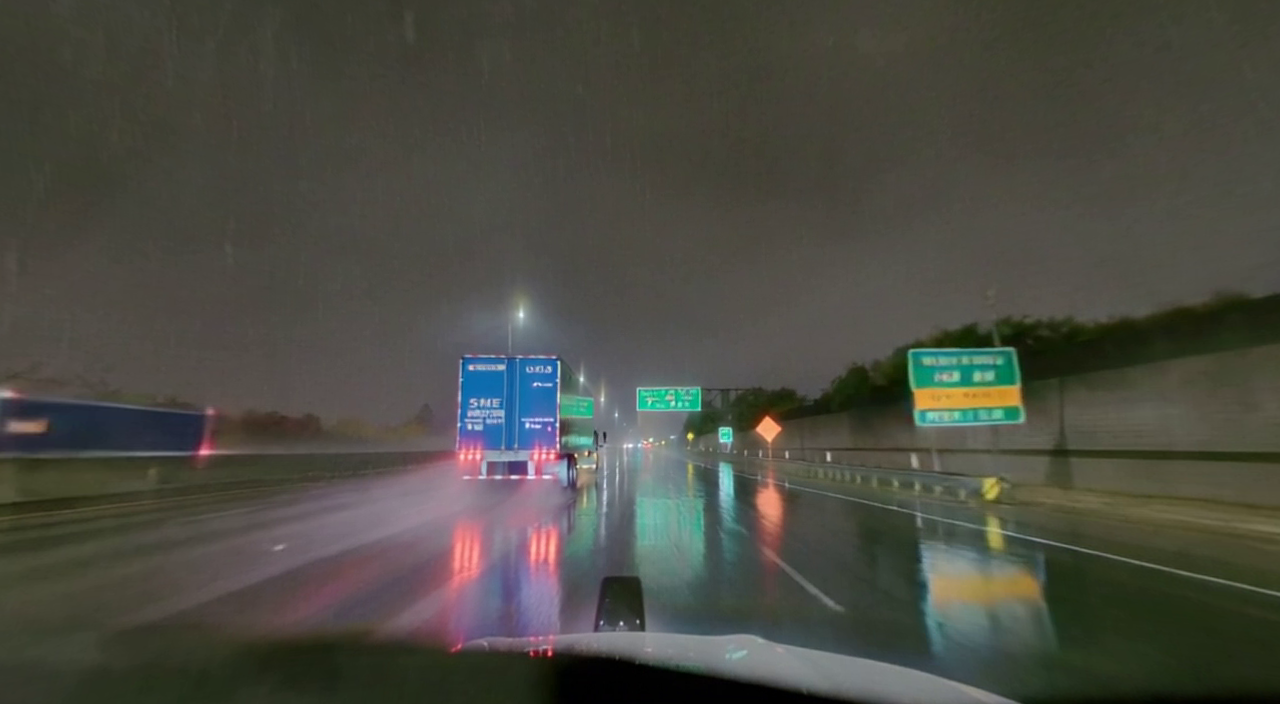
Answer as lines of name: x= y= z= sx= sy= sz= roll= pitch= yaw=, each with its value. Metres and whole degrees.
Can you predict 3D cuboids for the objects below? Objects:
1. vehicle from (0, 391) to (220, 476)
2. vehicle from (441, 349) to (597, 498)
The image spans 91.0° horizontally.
vehicle: x=-32.050 y=4.981 z=37.151 sx=2.915 sy=4.008 sz=16.819 roll=0 pitch=-9 yaw=0
vehicle: x=-3.570 y=2.707 z=22.274 sx=3.059 sy=3.956 sz=11.036 roll=0 pitch=-9 yaw=1
